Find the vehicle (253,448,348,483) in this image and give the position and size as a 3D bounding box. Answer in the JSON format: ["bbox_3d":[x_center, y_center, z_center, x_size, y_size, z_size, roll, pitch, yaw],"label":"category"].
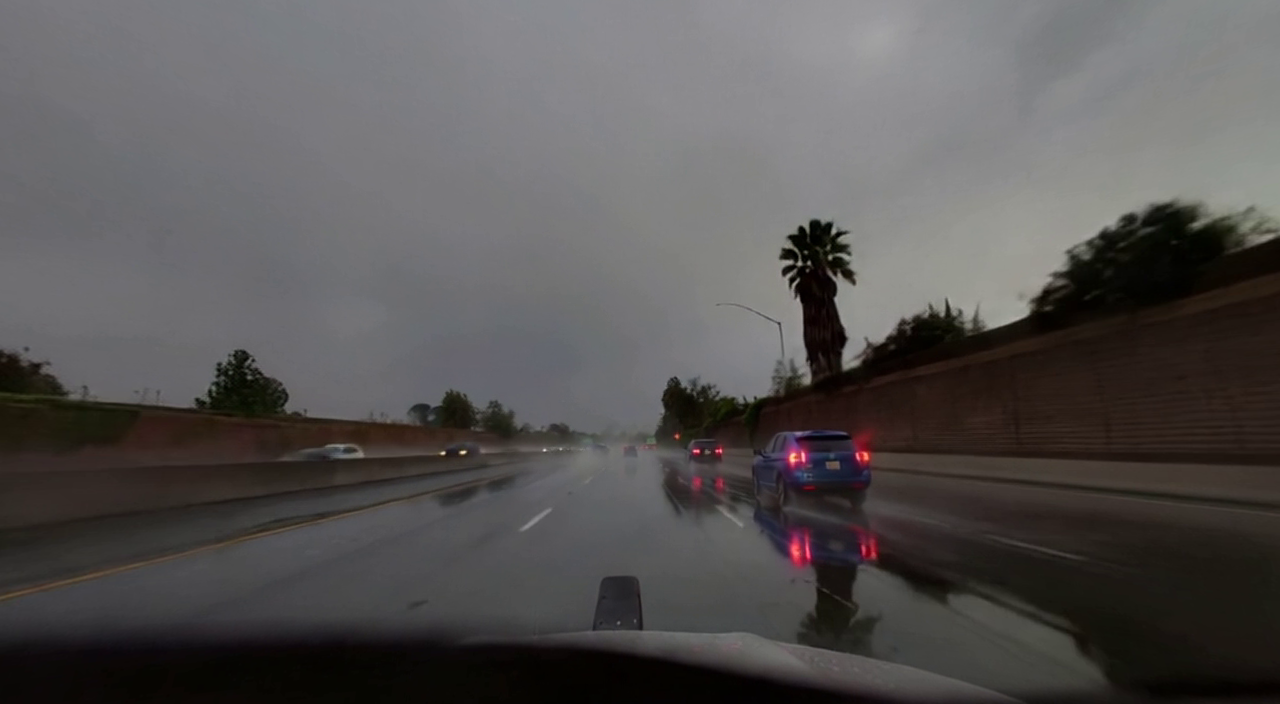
[{"bbox_3d":[-16.143,5.411,30.453,1.859,1.496,4.829,0,-8,0],"label":"vehicle"}]

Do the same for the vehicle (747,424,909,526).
[{"bbox_3d":[3.528,2.378,12.805,1.910,1.696,4.187,0,-8,-1],"label":"vehicle"}]

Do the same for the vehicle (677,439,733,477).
[{"bbox_3d":[2.982,4.986,30.016,2.045,1.688,4.313,0,-8,-2],"label":"vehicle"}]
